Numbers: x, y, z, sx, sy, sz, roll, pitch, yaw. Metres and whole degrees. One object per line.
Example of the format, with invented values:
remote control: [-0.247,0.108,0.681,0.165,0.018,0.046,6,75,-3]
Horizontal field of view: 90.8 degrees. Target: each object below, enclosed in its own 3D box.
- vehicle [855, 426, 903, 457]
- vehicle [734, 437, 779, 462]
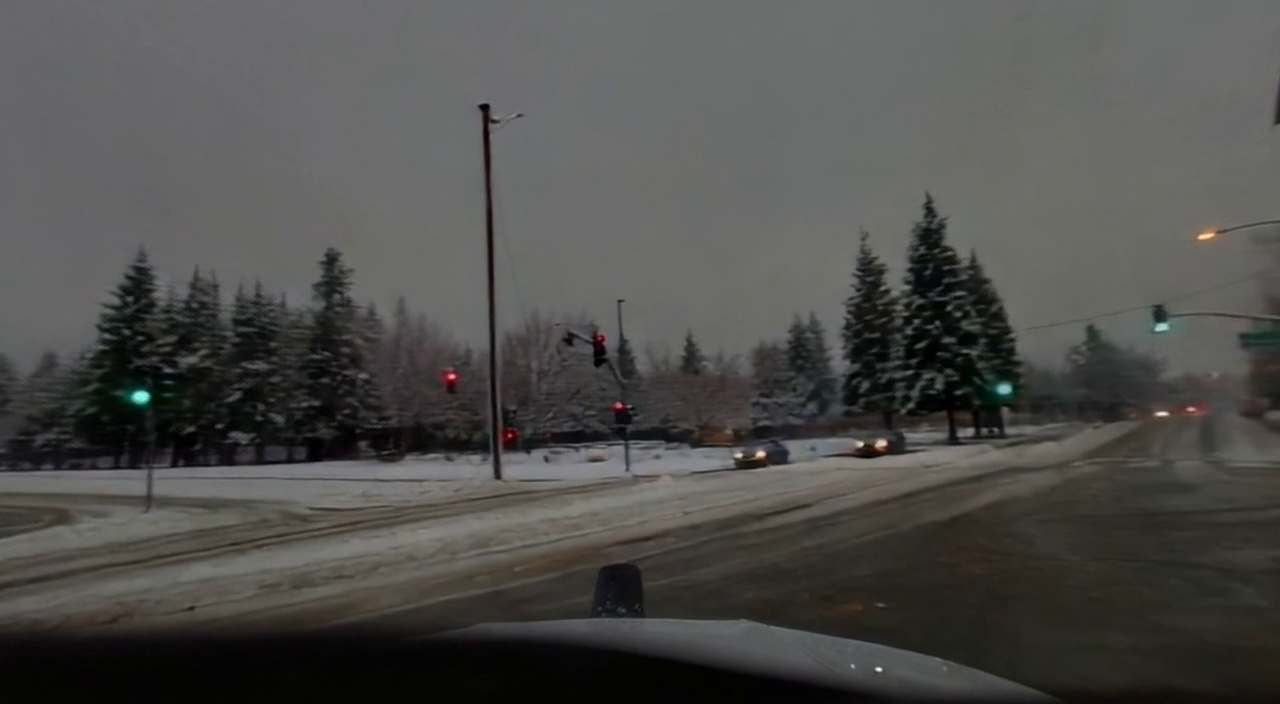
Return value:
vehicle: [13.829,5.184,36.457,2.034,1.663,4.025,-5,-9,27]
vehicle: [7.458,6.207,40.366,1.786,1.499,3.797,-5,-9,26]
